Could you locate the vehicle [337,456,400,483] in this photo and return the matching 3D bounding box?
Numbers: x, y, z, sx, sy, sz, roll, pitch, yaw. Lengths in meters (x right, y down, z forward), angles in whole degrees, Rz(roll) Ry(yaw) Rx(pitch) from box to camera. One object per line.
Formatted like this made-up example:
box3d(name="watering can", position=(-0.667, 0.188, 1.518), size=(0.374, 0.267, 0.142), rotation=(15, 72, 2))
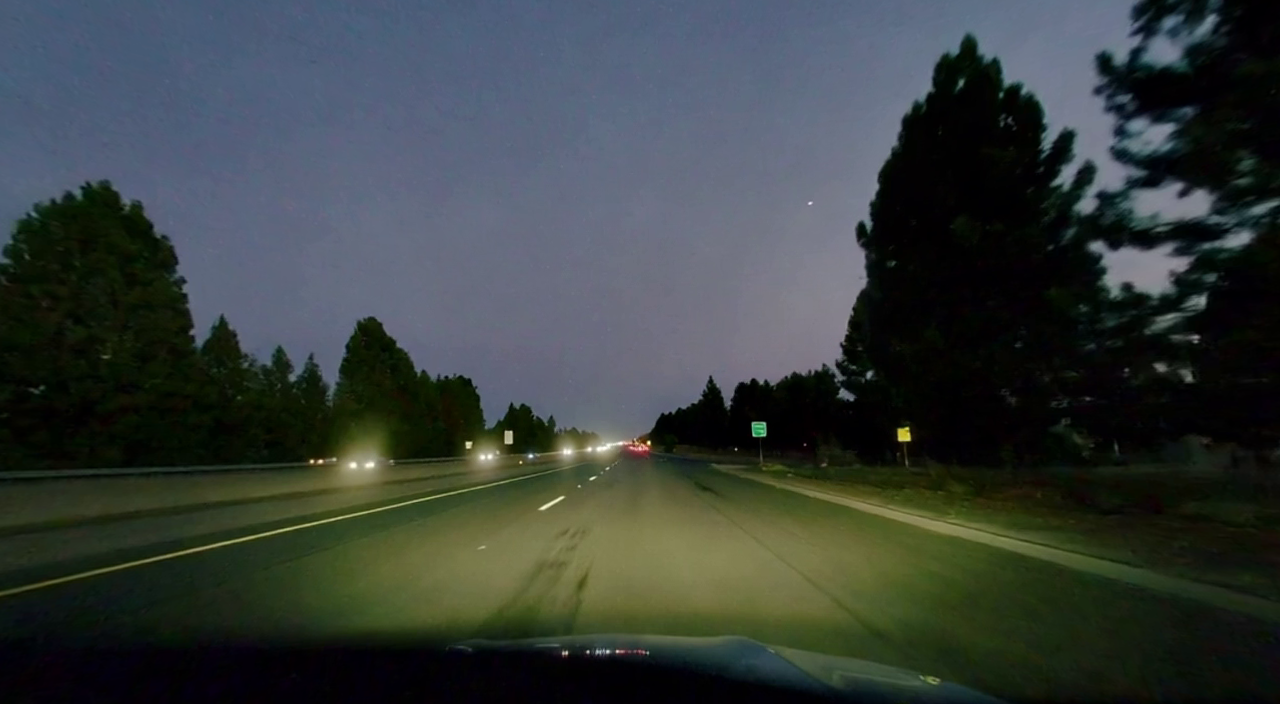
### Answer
box3d(name="vehicle", position=(-16.930, 7.329, 39.572), size=(1.961, 1.512, 4.406), rotation=(0, -9, 0))
